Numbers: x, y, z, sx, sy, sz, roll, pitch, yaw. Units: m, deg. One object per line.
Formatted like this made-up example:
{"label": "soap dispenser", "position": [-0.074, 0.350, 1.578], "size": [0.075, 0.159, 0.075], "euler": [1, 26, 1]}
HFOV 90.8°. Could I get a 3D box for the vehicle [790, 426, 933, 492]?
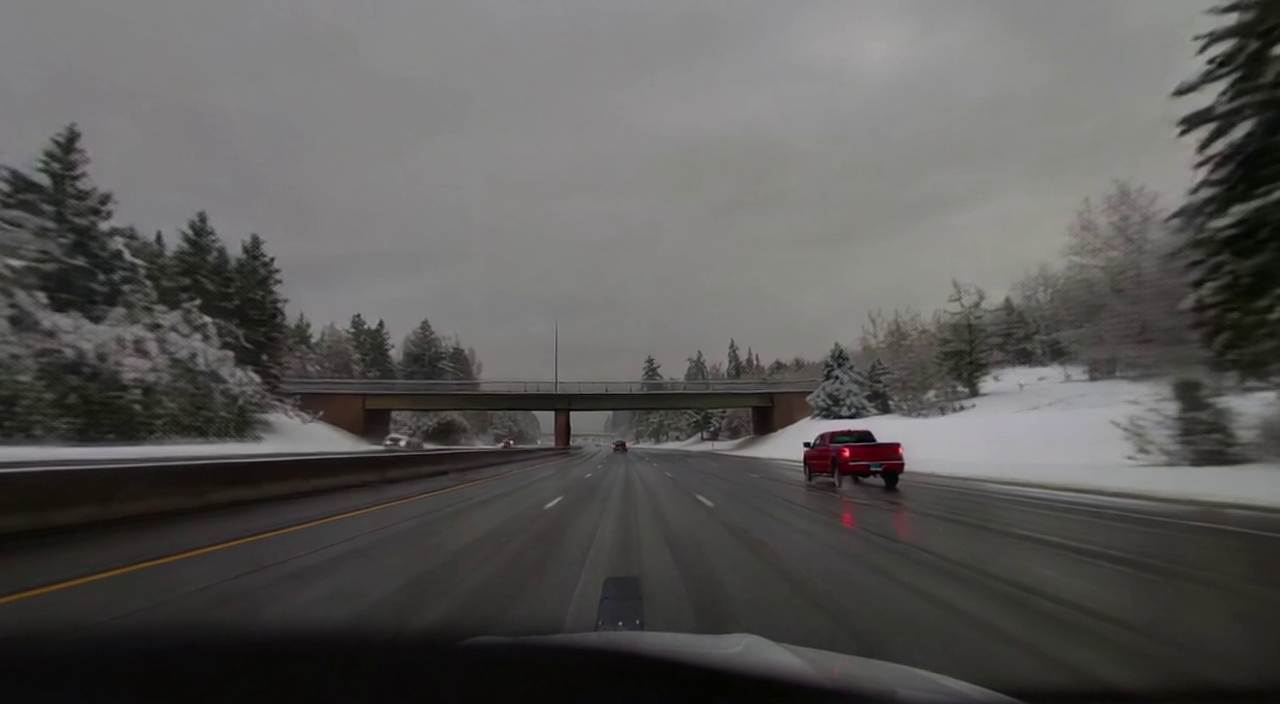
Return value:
{"label": "vehicle", "position": [6.944, 3.458, 20.806], "size": [2.395, 1.819, 6.086], "euler": [0, -9, -1]}
